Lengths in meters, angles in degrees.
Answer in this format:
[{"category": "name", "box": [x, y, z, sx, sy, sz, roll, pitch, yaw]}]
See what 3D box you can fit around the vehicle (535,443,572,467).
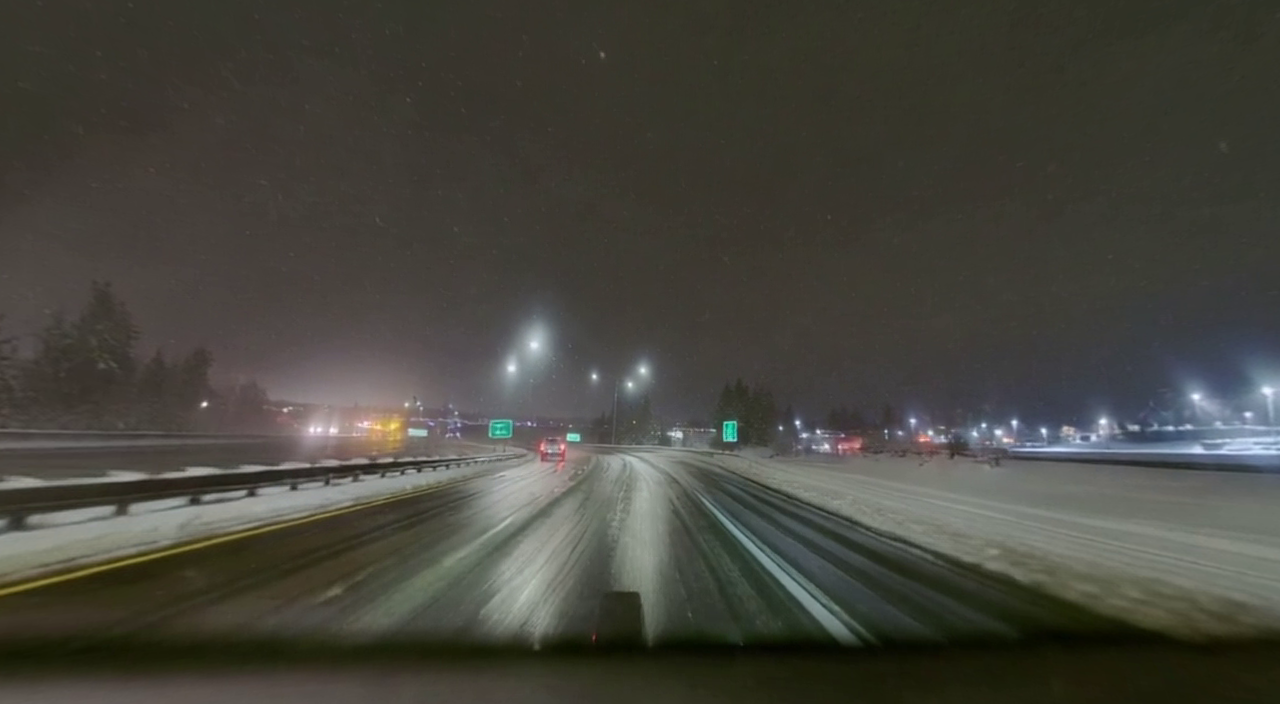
[{"category": "vehicle", "box": [-6.003, 7.171, 44.013, 2.234, 1.588, 4.484, 1, -8, -4]}]
